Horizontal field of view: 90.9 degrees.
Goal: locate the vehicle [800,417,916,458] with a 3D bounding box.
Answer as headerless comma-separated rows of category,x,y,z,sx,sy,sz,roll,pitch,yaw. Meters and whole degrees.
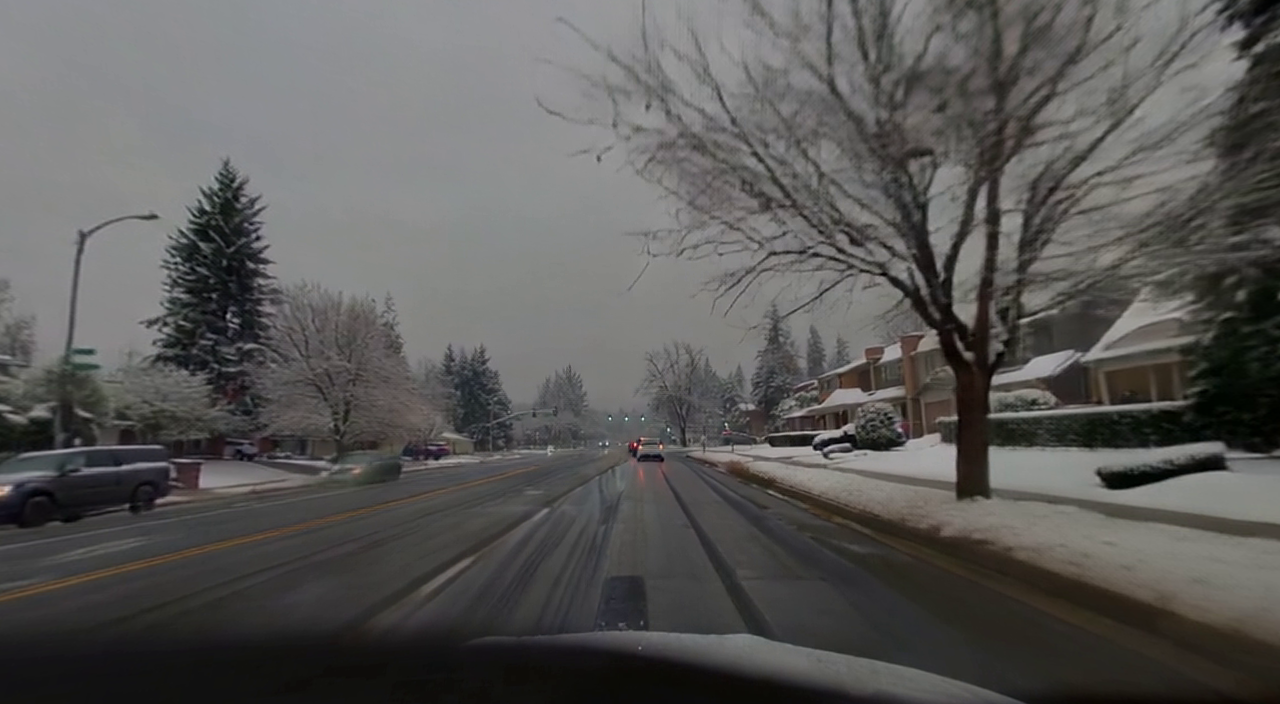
vehicle,10.442,4.142,30.455,4.746,1.485,1.916,-5,-8,0

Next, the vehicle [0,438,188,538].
vehicle,-14.095,3.180,15.368,2.337,1.850,5.448,-4,-6,-2

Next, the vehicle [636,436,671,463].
vehicle,0.858,6.070,39.356,2.088,1.607,3.903,0,-8,2

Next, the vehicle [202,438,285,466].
vehicle,-28.197,7.059,44.803,5.100,1.864,2.490,-4,-9,25
